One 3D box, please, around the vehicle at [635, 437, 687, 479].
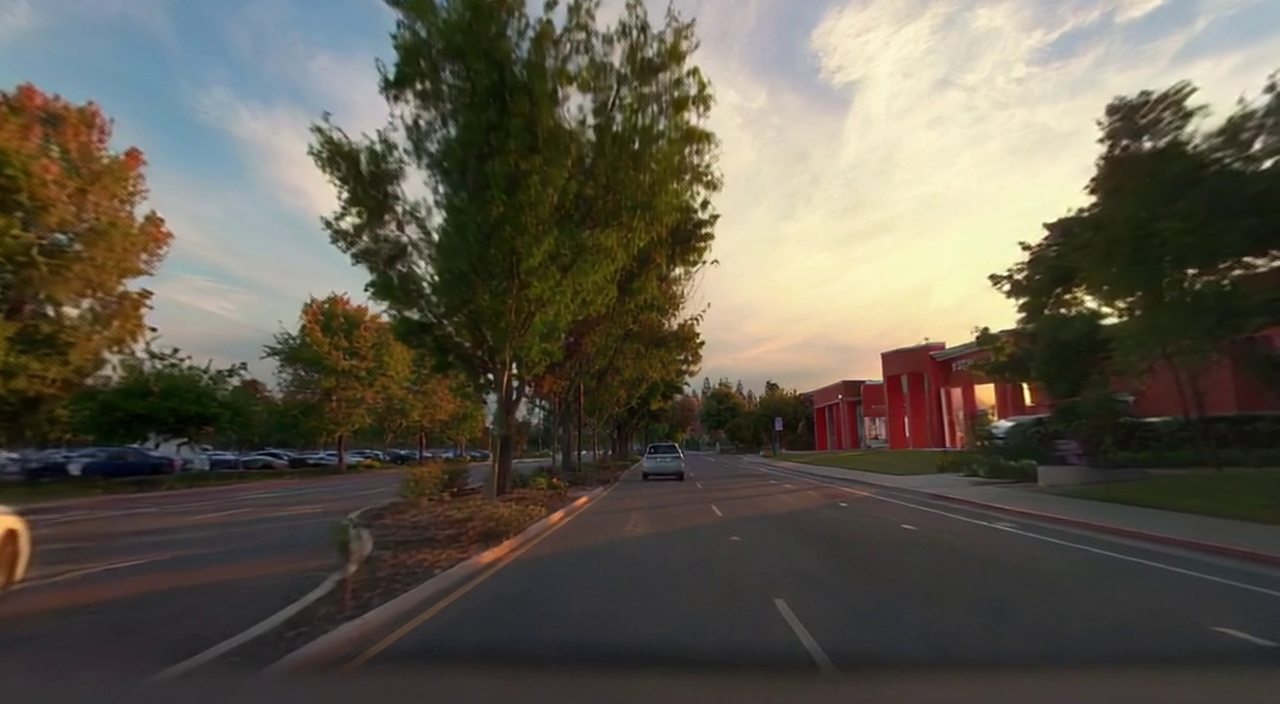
[{"bbox_3d":[0.930,4.680,28.170,2.123,1.703,4.292,-1,-8,2],"label":"vehicle"}]
